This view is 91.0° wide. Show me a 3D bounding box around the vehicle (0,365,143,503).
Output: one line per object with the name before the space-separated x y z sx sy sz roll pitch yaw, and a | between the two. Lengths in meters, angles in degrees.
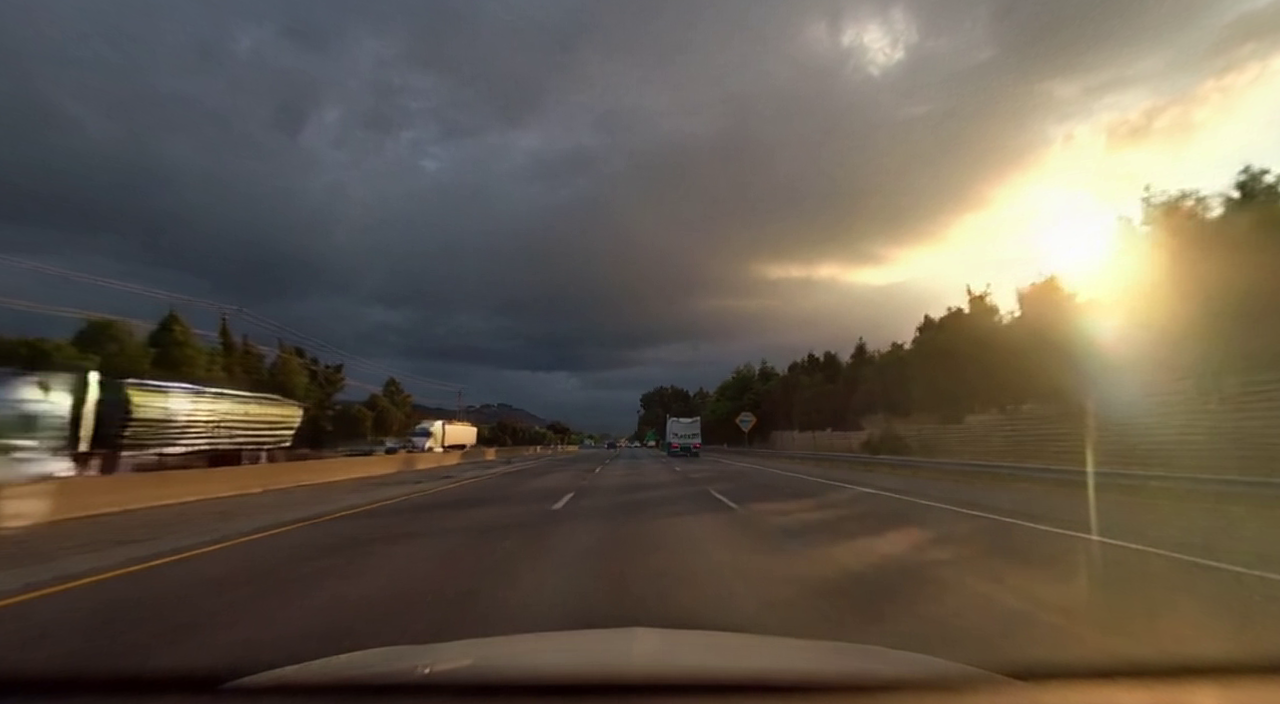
vehicle | -20.106 2.717 20.470 2.983 3.974 5.851 0 -8 -1

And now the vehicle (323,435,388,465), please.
vehicle | -16.485 5.691 36.722 1.892 1.575 4.179 -1 -8 -1
